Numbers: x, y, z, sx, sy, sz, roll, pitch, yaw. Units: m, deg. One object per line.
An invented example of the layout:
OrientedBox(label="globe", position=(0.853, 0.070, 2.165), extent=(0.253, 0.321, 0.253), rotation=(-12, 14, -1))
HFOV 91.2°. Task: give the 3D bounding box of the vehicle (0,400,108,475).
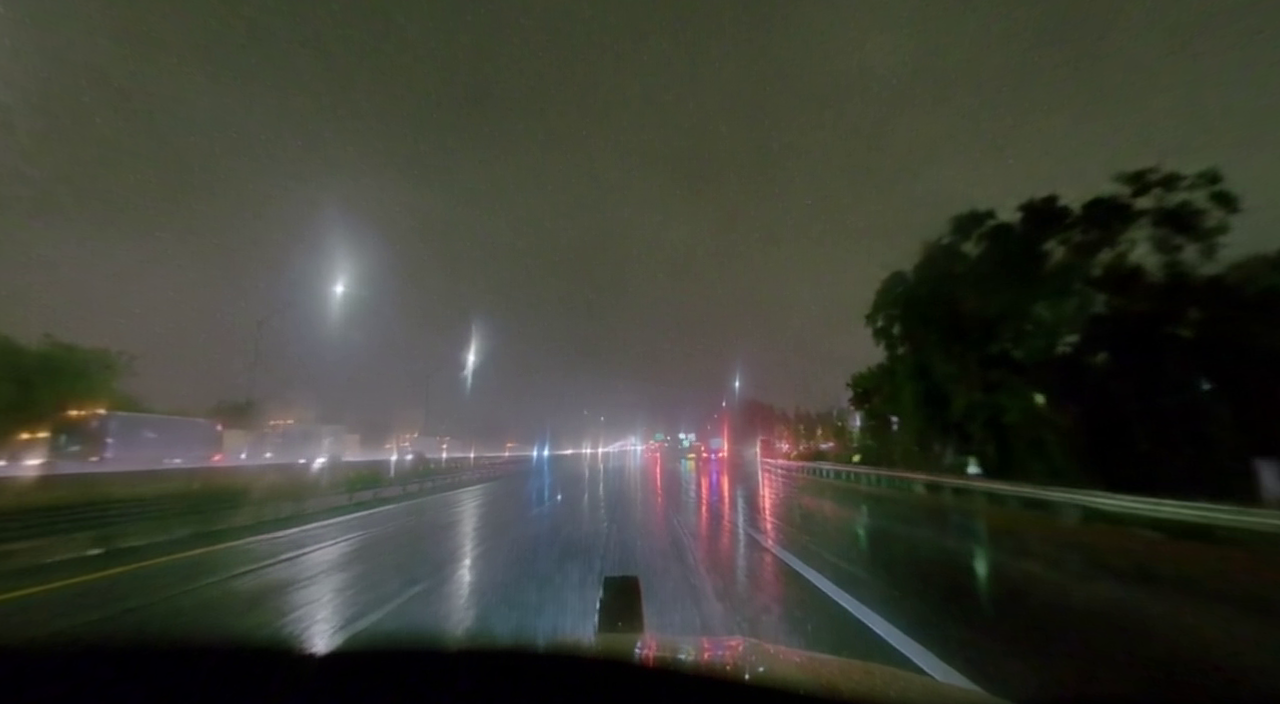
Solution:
OrientedBox(label="vehicle", position=(-35.564, 5.037, 36.254), extent=(2.785, 3.969, 7.482), rotation=(-3, -8, 1))
